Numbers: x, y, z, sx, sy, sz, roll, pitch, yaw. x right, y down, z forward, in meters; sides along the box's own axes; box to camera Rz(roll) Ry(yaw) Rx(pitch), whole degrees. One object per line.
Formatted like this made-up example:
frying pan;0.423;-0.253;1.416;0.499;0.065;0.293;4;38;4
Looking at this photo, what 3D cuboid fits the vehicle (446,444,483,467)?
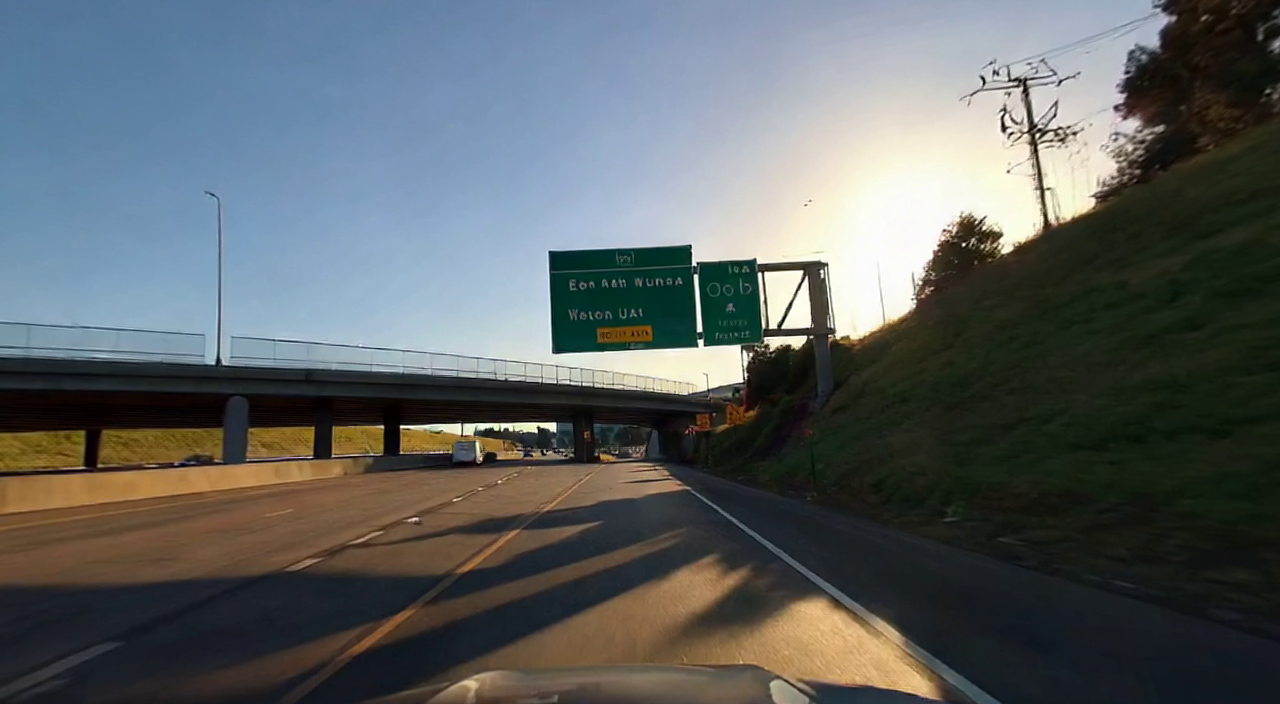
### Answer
vehicle;-13.598;8.018;49.224;2.018;1.710;4.252;0;-9;-5
